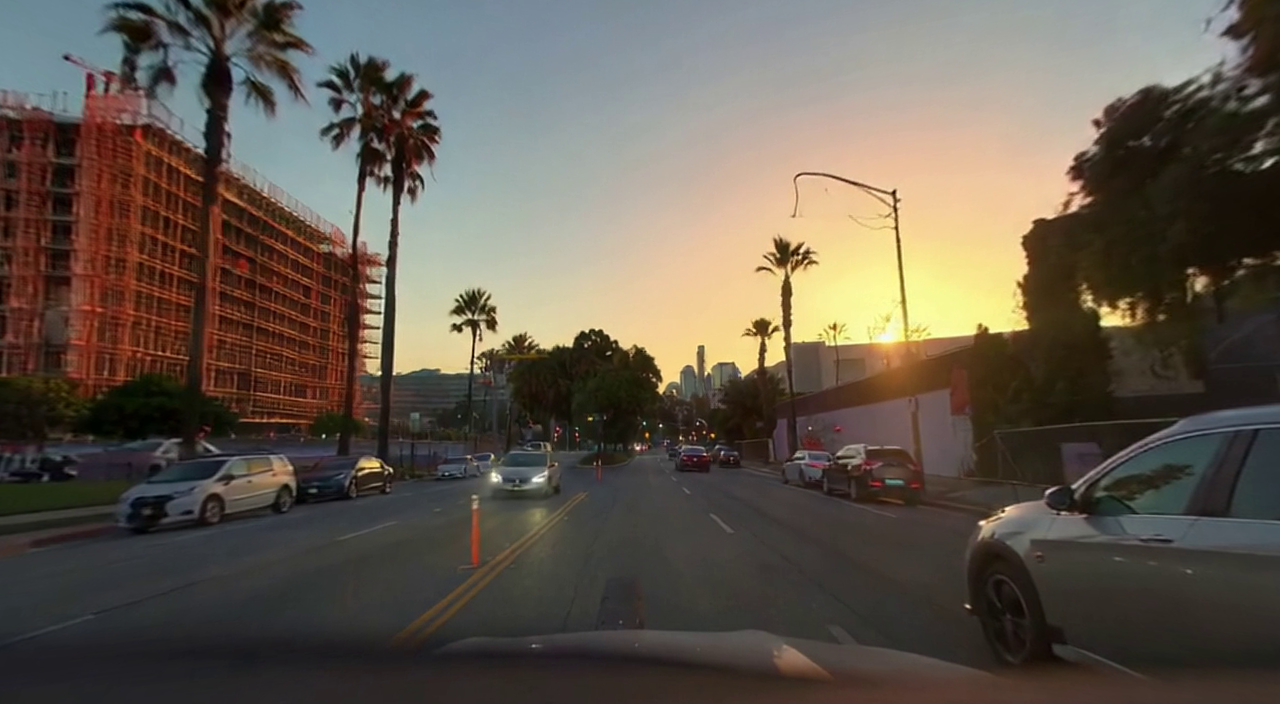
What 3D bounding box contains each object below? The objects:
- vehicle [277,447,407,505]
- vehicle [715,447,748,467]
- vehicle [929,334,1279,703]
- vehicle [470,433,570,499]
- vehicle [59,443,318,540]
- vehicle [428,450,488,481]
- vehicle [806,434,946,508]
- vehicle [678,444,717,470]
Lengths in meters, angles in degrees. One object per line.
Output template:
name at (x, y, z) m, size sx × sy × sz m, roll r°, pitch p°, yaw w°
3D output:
vehicle at (-9.736, 4.038, 21.204) m, size 1.951 × 1.644 × 4.987 m, roll 0°, pitch -8°, yaw 0°
vehicle at (6.865, 7.880, 47.618) m, size 1.819 × 1.435 × 4.337 m, roll 0°, pitch -8°, yaw 0°
vehicle at (3.121, 0.827, 2.388) m, size 1.953 × 1.687 × 4.344 m, roll 0°, pitch -8°, yaw 0°
vehicle at (-3.403, 3.314, 18.809) m, size 2.096 × 1.716 × 4.300 m, roll 0°, pitch -8°, yaw 1°
vehicle at (-9.698, 2.959, 14.318) m, size 2.051 × 1.762 × 5.059 m, roll 0°, pitch -8°, yaw 1°
vehicle at (-9.583, 6.007, 33.655) m, size 1.826 × 1.445 × 4.325 m, roll 0°, pitch -8°, yaw 2°
vehicle at (6.325, 3.202, 17.583) m, size 1.981 × 1.768 × 4.405 m, roll 0°, pitch -8°, yaw -3°
vehicle at (3.481, 6.382, 38.783) m, size 1.999 × 1.487 × 3.939 m, roll 0°, pitch -8°, yaw 0°
